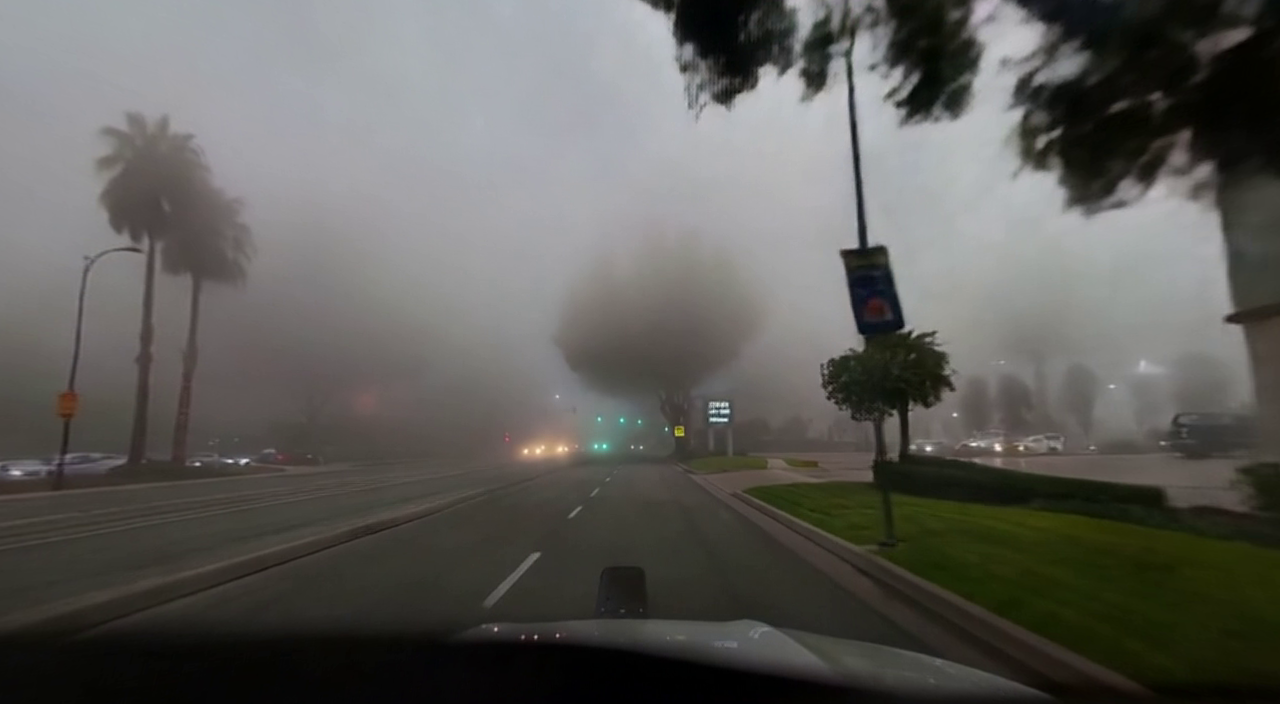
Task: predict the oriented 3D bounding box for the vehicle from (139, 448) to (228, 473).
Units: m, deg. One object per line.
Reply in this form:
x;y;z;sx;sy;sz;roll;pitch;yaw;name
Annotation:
-29.852;7.091;41.099;4.310;1.533;1.917;0;-8;2;vehicle

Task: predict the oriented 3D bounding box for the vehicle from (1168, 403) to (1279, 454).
31.524;4.004;32.693;5.779;2.547;2.437;0;-8;-2;vehicle

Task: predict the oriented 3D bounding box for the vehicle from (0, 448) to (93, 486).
-29.614;5.571;30.286;4.293;1.529;2.347;-4;-9;0;vehicle

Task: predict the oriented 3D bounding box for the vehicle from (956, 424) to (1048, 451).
25.194;6.012;43.832;5.117;1.813;2.052;0;-8;0;vehicle

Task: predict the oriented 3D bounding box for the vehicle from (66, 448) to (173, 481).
-29.531;6.372;35.719;4.463;1.497;1.889;-4;-9;0;vehicle
